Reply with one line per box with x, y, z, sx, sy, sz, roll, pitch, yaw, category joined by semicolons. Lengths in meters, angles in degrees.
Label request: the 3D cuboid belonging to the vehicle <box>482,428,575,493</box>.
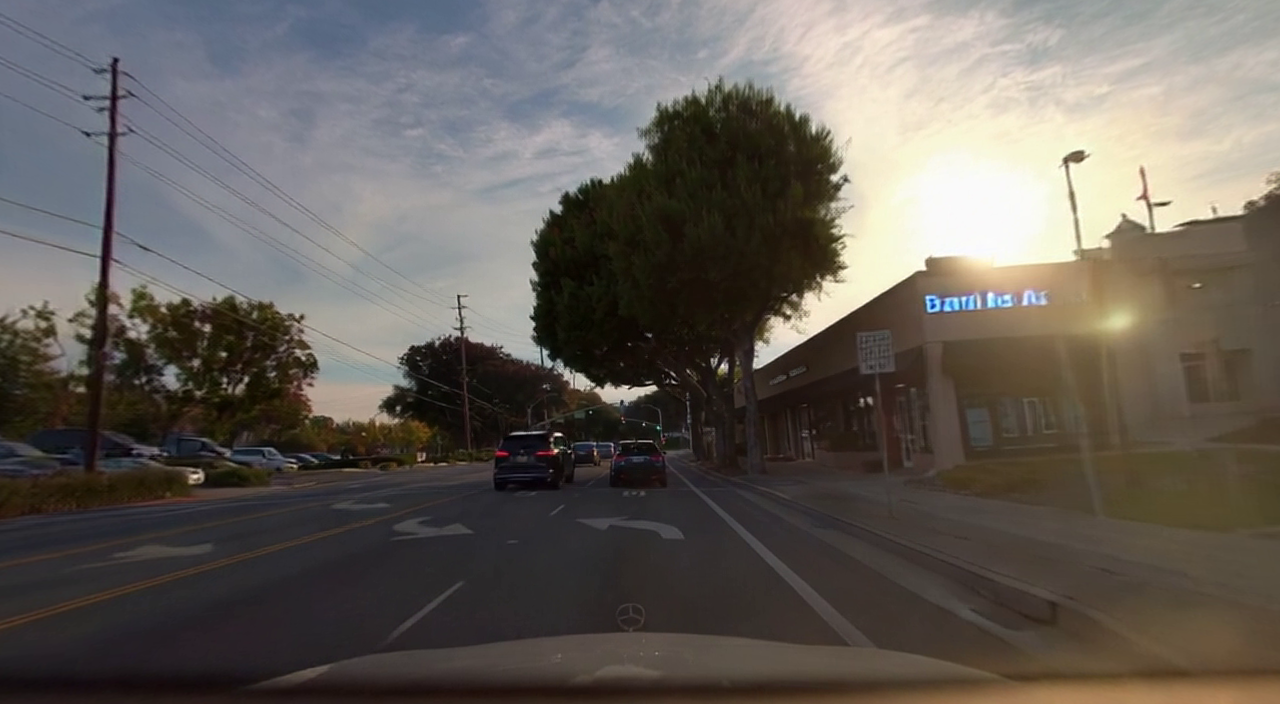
-3.498;3.524;20.950;2.064;1.859;5.154;0;-8;1;vehicle

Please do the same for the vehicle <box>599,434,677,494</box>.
-0.056;3.358;19.248;2.108;1.612;4.246;0;-8;0;vehicle

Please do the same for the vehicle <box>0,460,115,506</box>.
-23.328;4.990;24.359;1.862;1.468;4.708;0;-8;3;vehicle
